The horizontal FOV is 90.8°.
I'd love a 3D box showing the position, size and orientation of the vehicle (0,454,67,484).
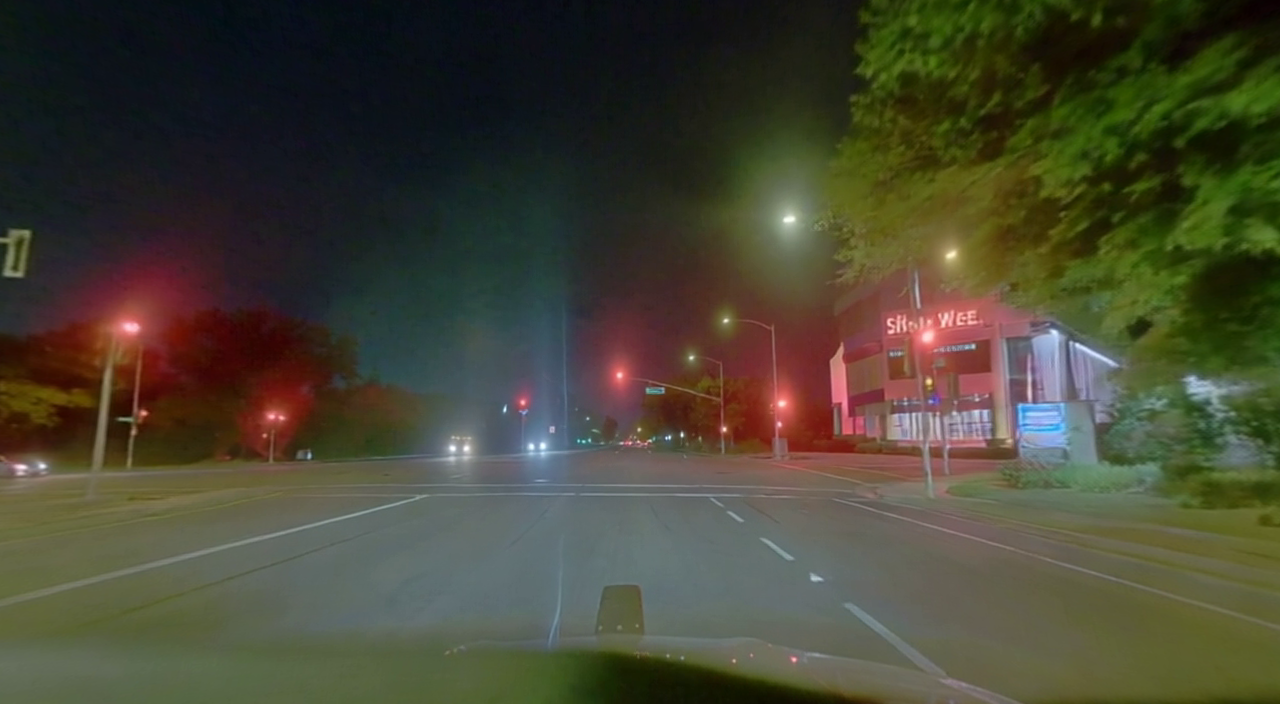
[{"bbox_3d":[-33.500,6.166,33.408,4.500,1.465,1.936,0,-8,1],"label":"vehicle"}]
